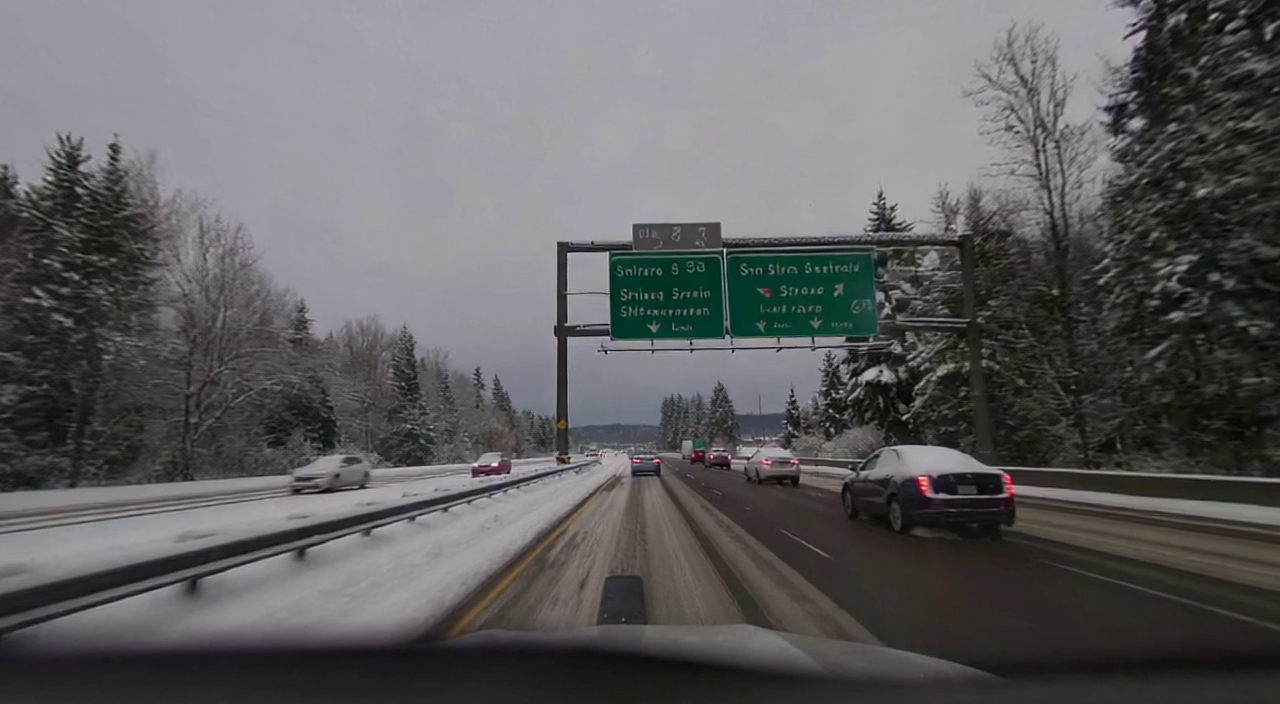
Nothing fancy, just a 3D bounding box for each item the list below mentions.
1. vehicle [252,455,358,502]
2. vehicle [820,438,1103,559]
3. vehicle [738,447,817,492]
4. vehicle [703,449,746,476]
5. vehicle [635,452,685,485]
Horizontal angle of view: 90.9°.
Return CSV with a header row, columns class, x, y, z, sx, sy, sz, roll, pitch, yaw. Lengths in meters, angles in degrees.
class,x,y,z,sx,sy,sz,roll,pitch,yaw
vehicle,-12.356,4.655,23.575,1.805,1.550,3.877,0,-9,0
vehicle,4.570,2.142,9.991,2.007,1.451,4.587,0,-9,-1
vehicle,4.875,4.222,23.058,1.827,1.462,4.697,0,-9,0
vehicle,4.929,6.514,37.382,1.952,1.495,3.740,0,-9,-1
vehicle,0.838,5.032,27.474,2.012,1.320,3.777,0,-9,1
